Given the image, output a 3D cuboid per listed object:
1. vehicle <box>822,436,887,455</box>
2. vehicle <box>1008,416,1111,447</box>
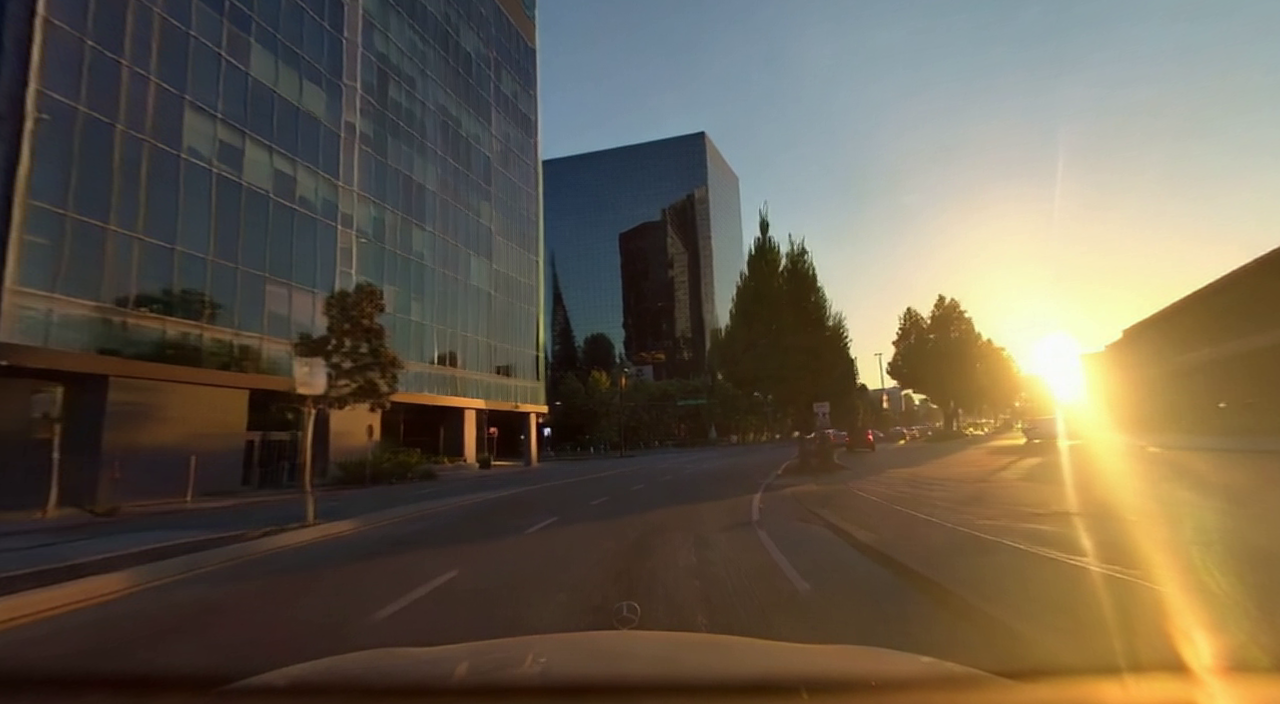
[{"bbox_3d":[15.980,6.949,47.047,4.218,1.385,1.830,2,-9,-16],"label":"vehicle"},{"bbox_3d":[25.775,4.947,38.914,4.871,1.757,2.014,-9,-12,44],"label":"vehicle"}]
